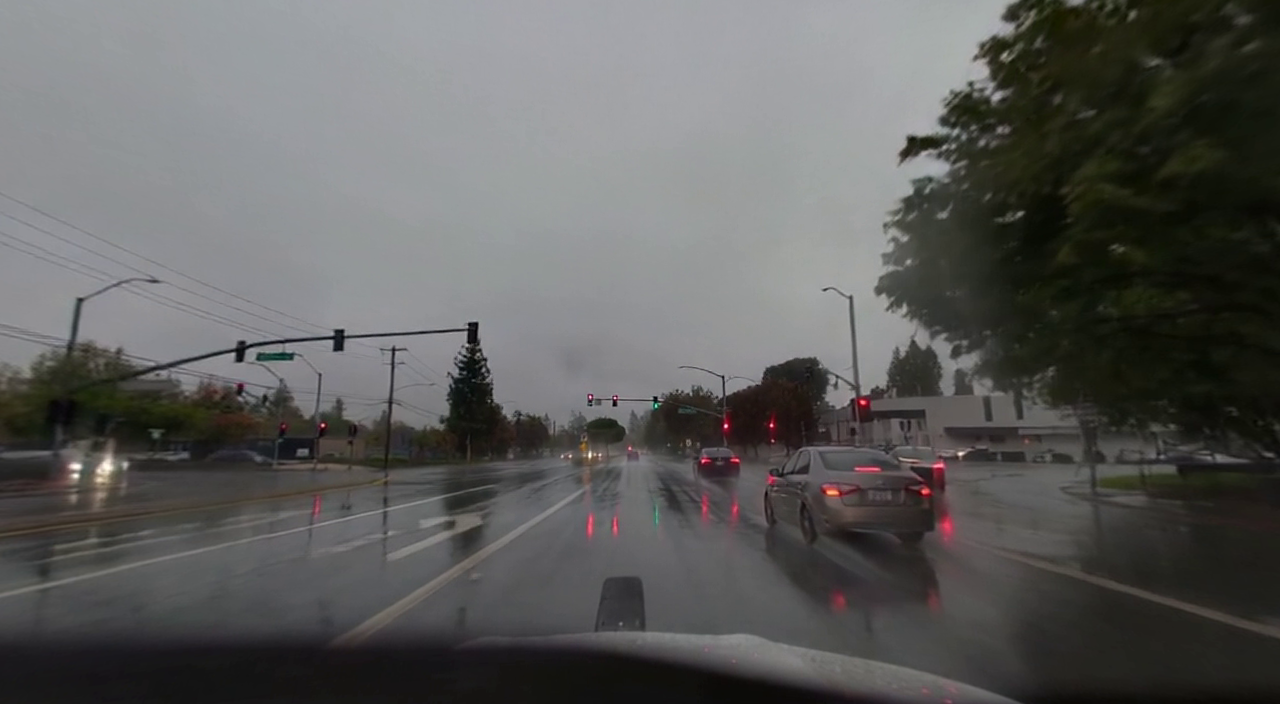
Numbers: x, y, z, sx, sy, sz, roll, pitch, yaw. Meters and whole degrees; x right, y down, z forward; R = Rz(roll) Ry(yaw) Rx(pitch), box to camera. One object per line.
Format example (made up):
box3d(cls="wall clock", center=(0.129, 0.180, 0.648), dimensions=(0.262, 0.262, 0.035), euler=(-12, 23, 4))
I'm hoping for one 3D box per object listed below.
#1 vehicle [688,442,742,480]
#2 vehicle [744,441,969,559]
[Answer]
box3d(cls="vehicle", center=(3.586, 5.283, 30.792), dimensions=(2.128, 1.699, 4.222), euler=(0, -8, 0))
box3d(cls="vehicle", center=(3.076, 2.185, 10.160), dimensions=(2.004, 1.455, 4.417), euler=(0, -9, -1))
